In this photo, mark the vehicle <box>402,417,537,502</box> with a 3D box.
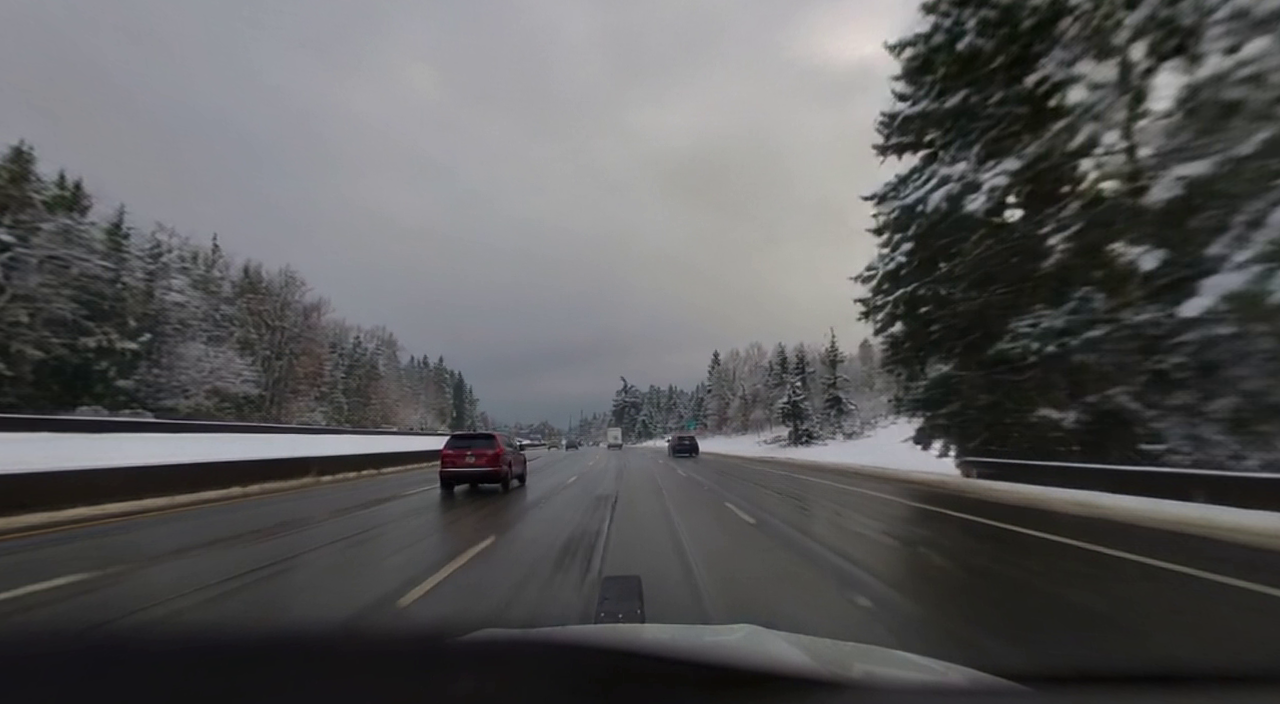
[{"bbox_3d":[-3.788,2.488,14.865,2.002,1.680,4.301,0,-9,0],"label":"vehicle"}]

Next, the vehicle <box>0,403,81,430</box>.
[{"bbox_3d":[-37.052,4.012,38.621,1.721,1.486,4.205,1,-9,-4],"label":"vehicle"}]

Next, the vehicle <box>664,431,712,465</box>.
[{"bbox_3d":[2.562,5.242,34.441,2.053,1.698,4.097,1,-9,-3],"label":"vehicle"}]
